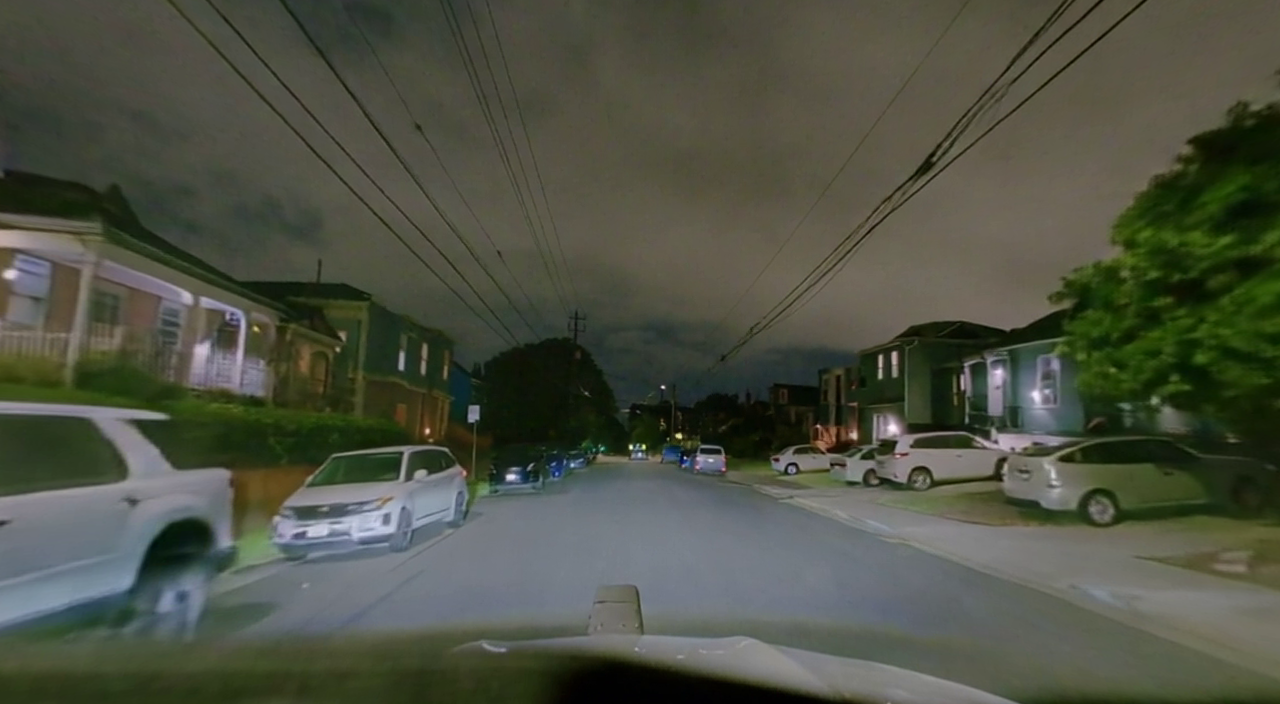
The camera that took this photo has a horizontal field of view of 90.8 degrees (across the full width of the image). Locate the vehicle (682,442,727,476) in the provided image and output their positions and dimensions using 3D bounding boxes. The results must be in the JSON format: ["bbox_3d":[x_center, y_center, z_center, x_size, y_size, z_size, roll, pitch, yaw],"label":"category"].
[{"bbox_3d":[3.233,5.417,32.271,1.916,1.587,3.986,0,-9,0],"label":"vehicle"}]

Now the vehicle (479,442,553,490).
[{"bbox_3d":[-4.232,3.945,22.217,1.745,1.490,4.304,0,-9,0],"label":"vehicle"}]

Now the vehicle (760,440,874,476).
[{"bbox_3d":[7.719,4.664,27.928,4.480,1.497,1.884,0,-8,1],"label":"vehicle"}]

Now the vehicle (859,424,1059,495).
[{"bbox_3d":[8.745,2.962,17.592,4.512,1.841,1.912,0,-9,-3],"label":"vehicle"}]

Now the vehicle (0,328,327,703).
[{"bbox_3d":[-4.024,0.915,3.434,2.057,1.887,5.053,0,-9,0],"label":"vehicle"}]

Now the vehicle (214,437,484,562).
[{"bbox_3d":[-4.044,2.108,9.898,1.925,1.463,4.700,0,-8,1],"label":"vehicle"}]

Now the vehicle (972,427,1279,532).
[{"bbox_3d":[8.224,2.007,10.300,4.594,1.512,1.824,0,-8,-2],"label":"vehicle"}]
